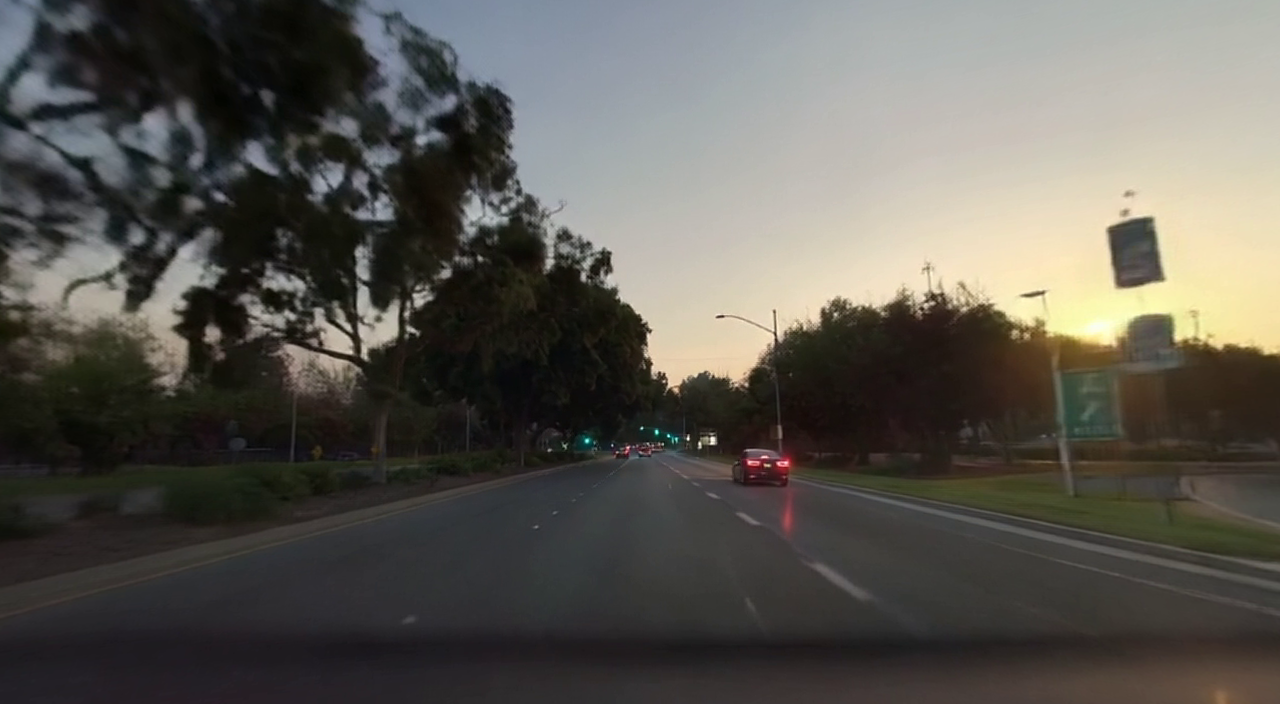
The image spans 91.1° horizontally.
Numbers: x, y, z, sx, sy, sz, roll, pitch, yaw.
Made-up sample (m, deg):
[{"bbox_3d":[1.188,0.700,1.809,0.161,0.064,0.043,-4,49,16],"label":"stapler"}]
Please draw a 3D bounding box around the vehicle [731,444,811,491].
[{"bbox_3d":[4.628,4.131,22.836,1.913,1.516,4.322,0,-8,0],"label":"vehicle"}]
